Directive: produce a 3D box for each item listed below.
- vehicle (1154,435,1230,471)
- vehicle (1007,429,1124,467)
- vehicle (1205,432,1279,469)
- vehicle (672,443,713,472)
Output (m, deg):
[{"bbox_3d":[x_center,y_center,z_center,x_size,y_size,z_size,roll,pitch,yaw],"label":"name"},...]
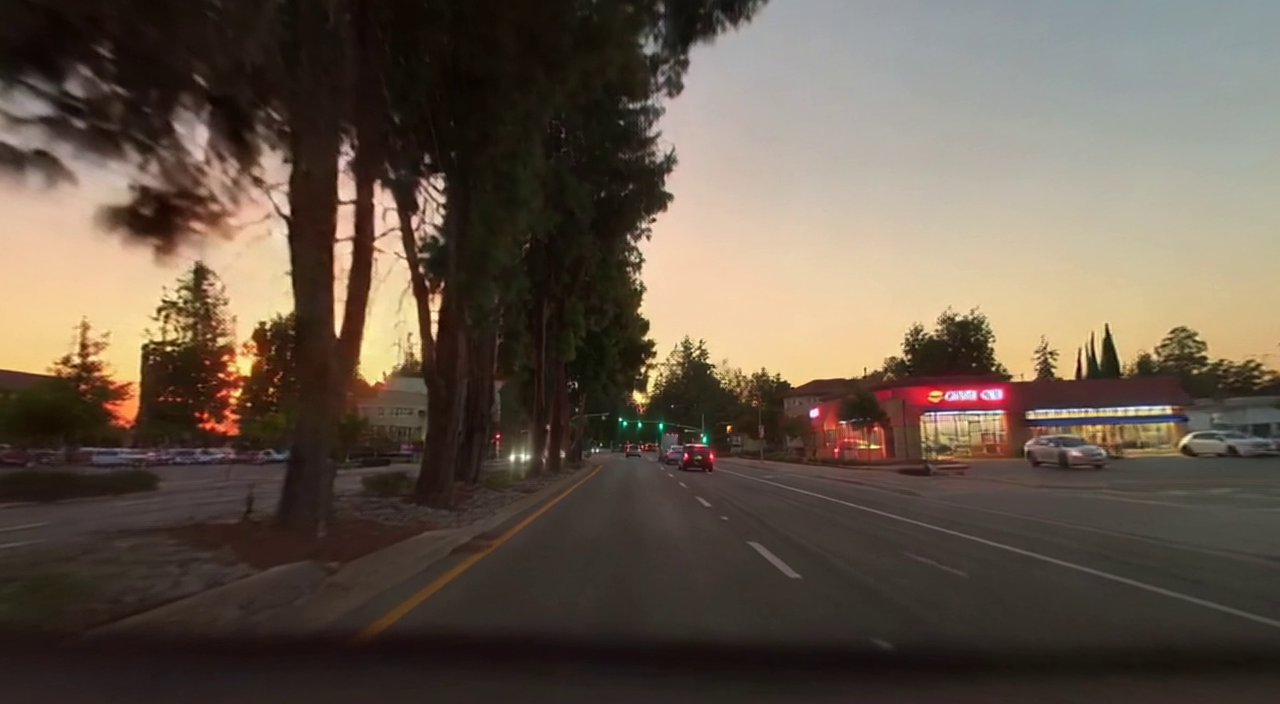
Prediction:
[{"bbox_3d":[31.711,5.773,36.428,2.269,1.862,4.495,-3,-9,28],"label":"vehicle"},{"bbox_3d":[20.602,4.659,30.719,4.210,1.727,2.227,2,-7,-8],"label":"vehicle"},{"bbox_3d":[34.019,5.513,35.558,2.181,1.901,4.222,-4,-9,28],"label":"vehicle"},{"bbox_3d":[3.128,6.360,38.423,2.041,1.531,4.236,1,-8,-1],"label":"vehicle"}]
